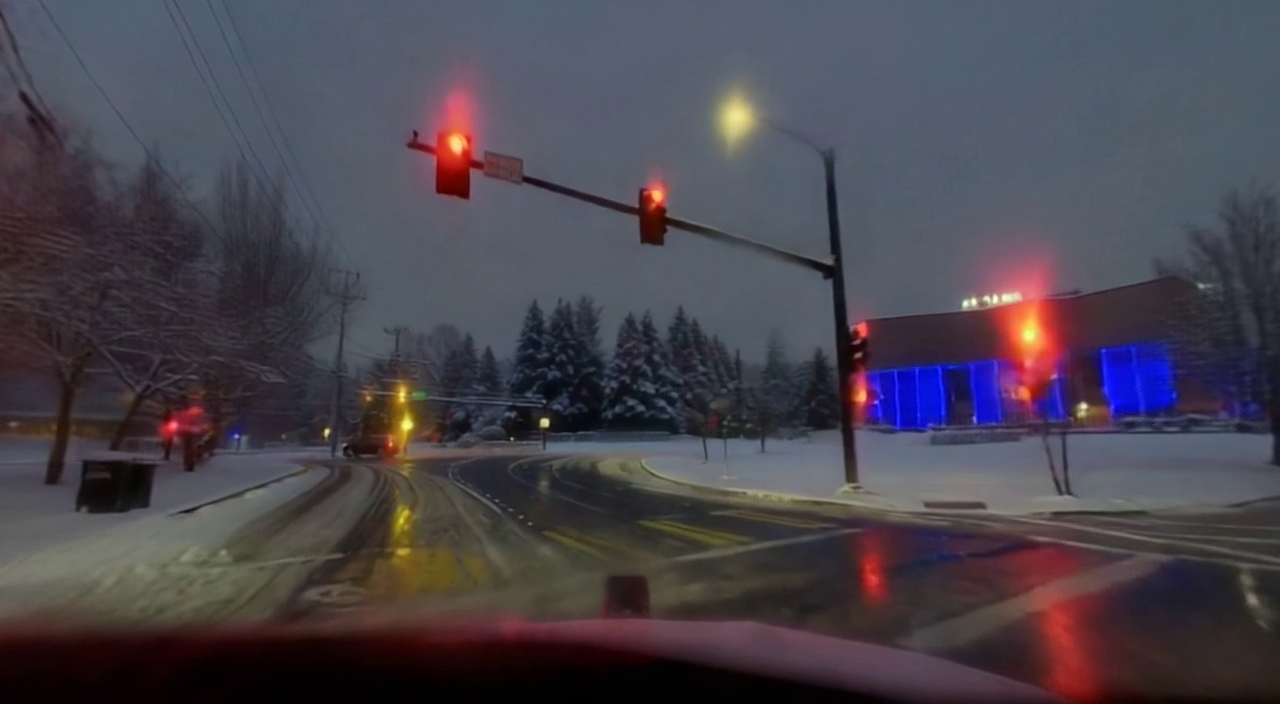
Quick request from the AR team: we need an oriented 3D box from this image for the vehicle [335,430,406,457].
[{"bbox_3d":[-20.639,7.007,48.168,5.570,1.923,2.336,-6,-10,34],"label":"vehicle"}]
